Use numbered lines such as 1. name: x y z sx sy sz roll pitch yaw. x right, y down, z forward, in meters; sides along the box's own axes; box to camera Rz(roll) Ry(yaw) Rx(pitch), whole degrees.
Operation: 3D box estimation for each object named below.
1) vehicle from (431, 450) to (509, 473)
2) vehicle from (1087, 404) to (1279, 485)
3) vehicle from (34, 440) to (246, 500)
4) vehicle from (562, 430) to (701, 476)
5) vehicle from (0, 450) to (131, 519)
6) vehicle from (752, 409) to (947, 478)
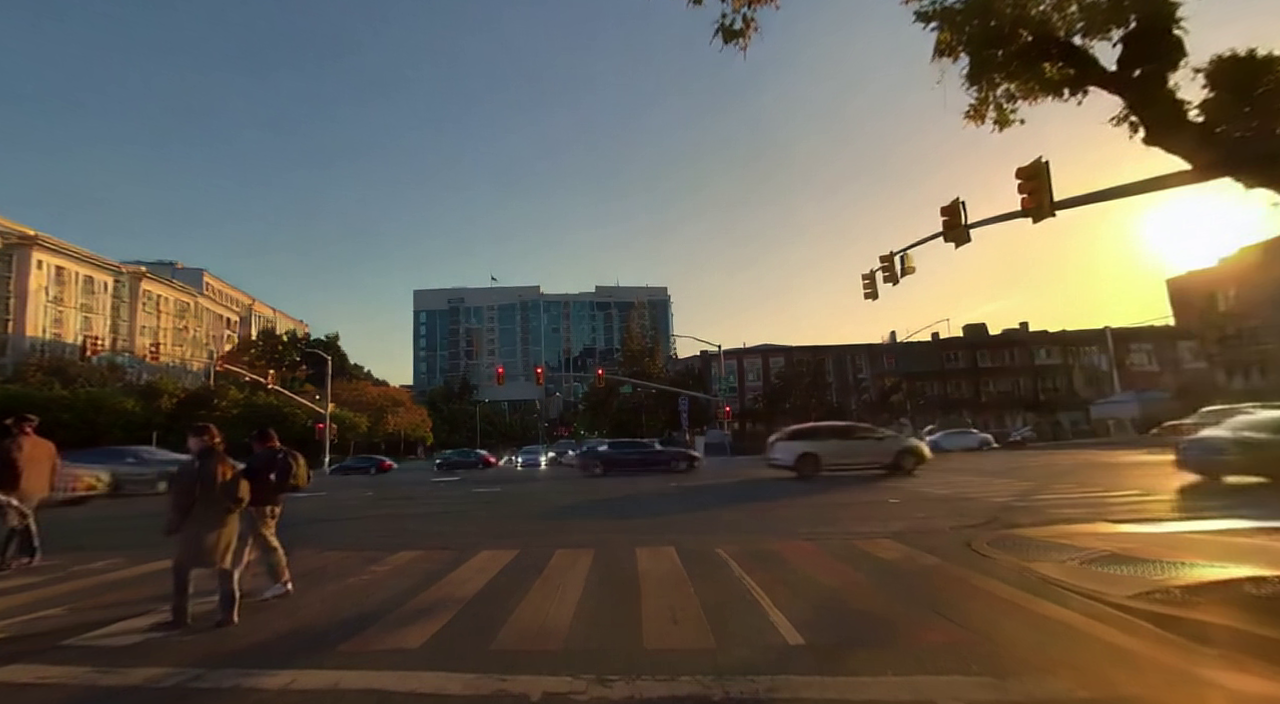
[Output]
1. vehicle: -11.243 7.236 41.763 4.608 1.481 1.815 -1 -9 6
2. vehicle: 12.032 1.824 12.494 4.715 1.472 1.905 -1 -9 6
3. vehicle: -15.415 3.637 19.624 4.972 1.696 2.148 -1 -9 6
4. vehicle: -0.218 3.478 21.749 4.606 1.479 1.821 -1 -9 6
5. vehicle: -15.477 3.170 15.344 4.808 1.517 1.806 -1 -9 6
6. vehicle: 5.556 2.538 17.371 4.673 1.740 2.150 -1 -9 6
